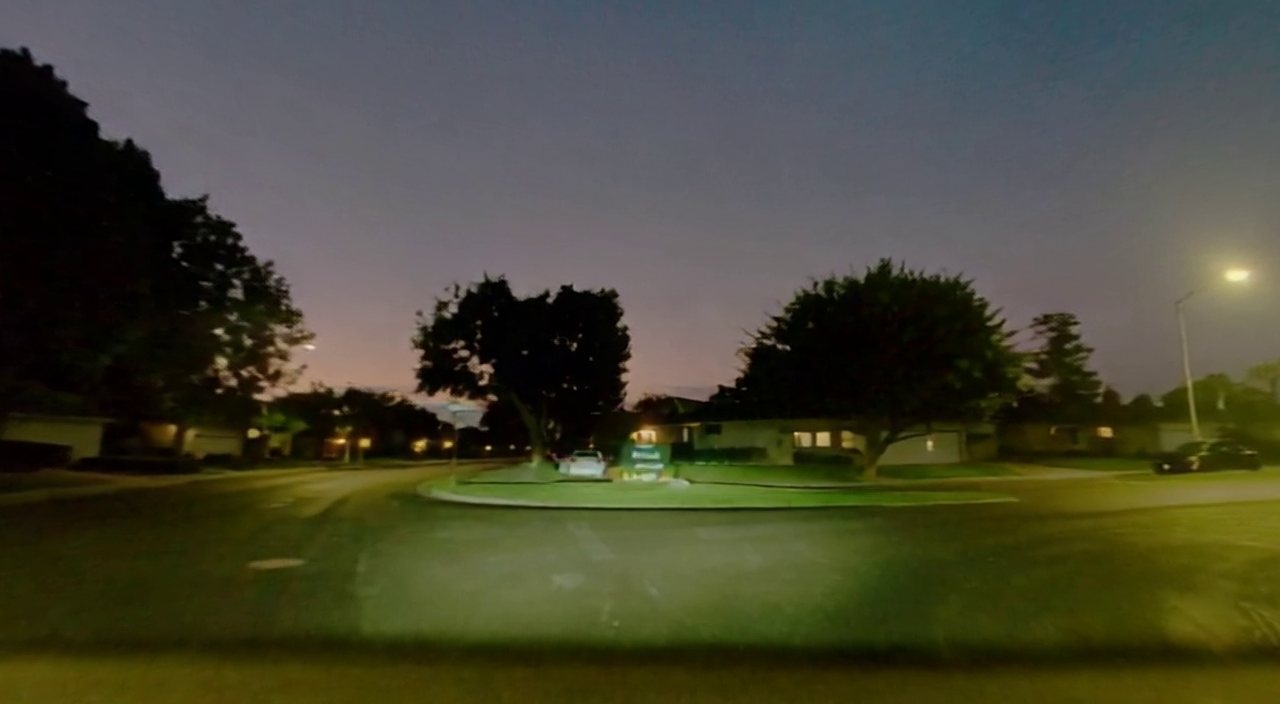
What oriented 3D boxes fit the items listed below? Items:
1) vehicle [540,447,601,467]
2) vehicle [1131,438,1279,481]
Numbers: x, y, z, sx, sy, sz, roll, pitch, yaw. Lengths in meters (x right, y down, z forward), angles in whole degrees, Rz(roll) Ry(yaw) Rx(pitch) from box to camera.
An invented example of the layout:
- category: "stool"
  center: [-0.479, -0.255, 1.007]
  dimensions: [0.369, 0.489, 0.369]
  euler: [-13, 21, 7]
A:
- category: "vehicle"
  center: [-5.403, 8.193, 49.395]
  dimensions: [4.585, 1.457, 1.899]
  euler: [1, -9, -6]
- category: "vehicle"
  center: [22.661, 4.239, 25.112]
  dimensions: [4.750, 1.559, 1.928]
  euler: [-6, -11, 35]
